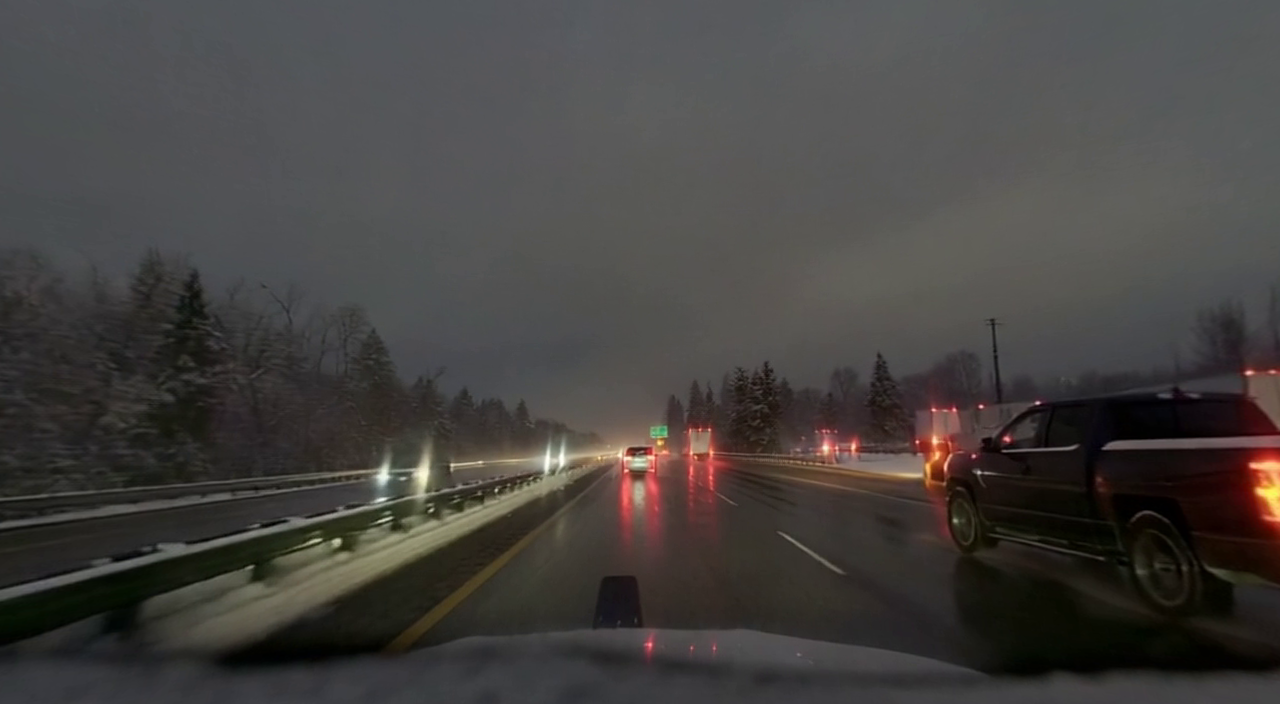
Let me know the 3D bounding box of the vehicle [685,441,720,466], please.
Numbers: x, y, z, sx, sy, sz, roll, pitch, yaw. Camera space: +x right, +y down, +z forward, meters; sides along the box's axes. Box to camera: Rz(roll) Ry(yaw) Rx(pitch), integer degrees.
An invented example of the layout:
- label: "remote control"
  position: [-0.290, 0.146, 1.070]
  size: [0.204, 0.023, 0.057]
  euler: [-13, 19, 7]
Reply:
- label: "vehicle"
  position: [4.138, 6.802, 42.114]
  size: [1.936, 1.589, 3.915]
  euler: [0, -9, -1]

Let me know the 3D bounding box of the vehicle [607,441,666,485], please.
- label: "vehicle"
  position: [-0.134, 4.165, 23.713]
  size: [2.029, 1.483, 3.769]
  euler: [0, -9, 0]

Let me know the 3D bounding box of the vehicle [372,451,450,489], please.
- label: "vehicle"
  position: [-10.368, 5.355, 28.738]
  size: [1.868, 1.535, 4.326]
  euler: [-1, -9, 2]

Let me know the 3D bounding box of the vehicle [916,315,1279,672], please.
- label: "vehicle"
  position: [4.668, 1.096, 5.518]
  size: [2.261, 1.952, 4.784]
  euler: [0, -9, 0]
